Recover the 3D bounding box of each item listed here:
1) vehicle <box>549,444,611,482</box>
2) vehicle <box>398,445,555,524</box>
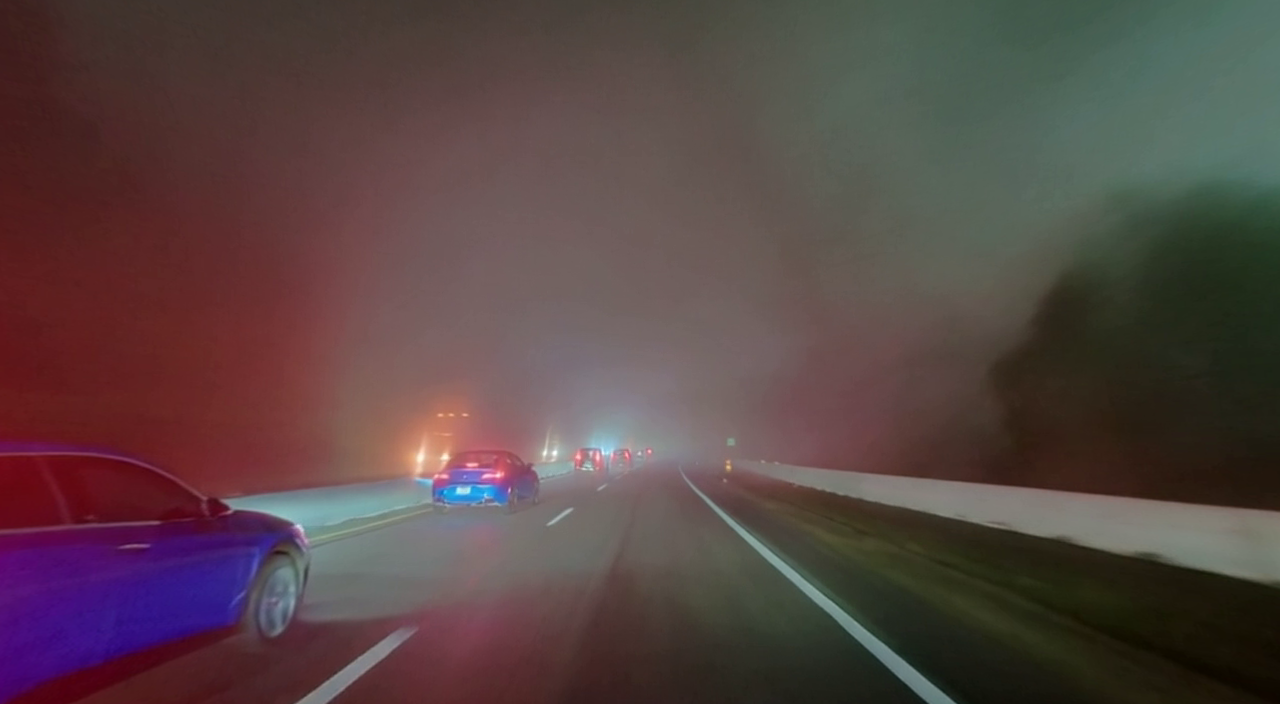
[{"bbox_3d":[-2.441,4.664,26.678,2.094,1.480,4.124,-1,-9,2],"label":"vehicle"},{"bbox_3d":[-3.085,2.602,12.868,2.061,1.330,3.928,0,-9,1],"label":"vehicle"}]
